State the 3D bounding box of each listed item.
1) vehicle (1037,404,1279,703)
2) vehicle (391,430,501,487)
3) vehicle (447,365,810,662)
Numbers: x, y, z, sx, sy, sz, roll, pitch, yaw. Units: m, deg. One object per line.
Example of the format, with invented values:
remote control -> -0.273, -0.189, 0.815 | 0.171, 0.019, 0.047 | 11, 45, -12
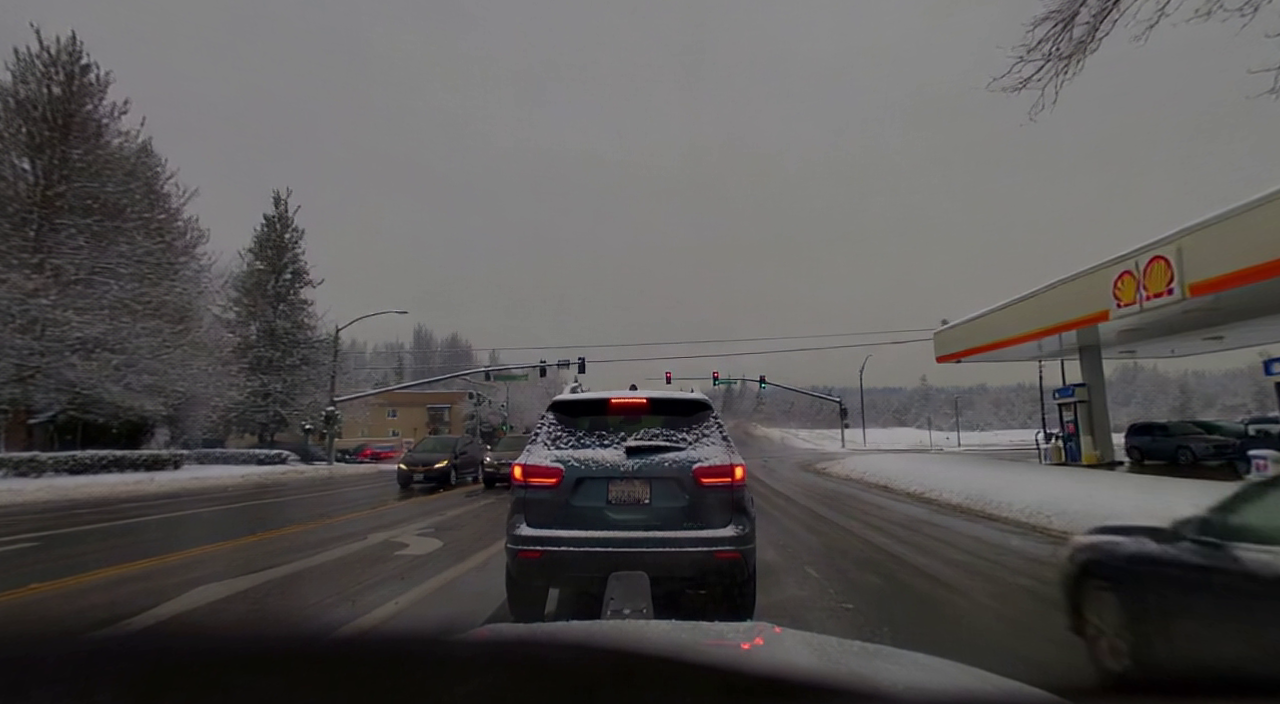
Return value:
vehicle -> 3.598, 0.860, 1.871 | 2.041, 1.490, 4.471 | 0, -9, 2
vehicle -> -6.639, 3.711, 22.182 | 2.065, 1.753, 4.525 | -1, -9, 6
vehicle -> 0.012, 1.315, 6.132 | 2.236, 1.819, 4.291 | -1, -9, 3
